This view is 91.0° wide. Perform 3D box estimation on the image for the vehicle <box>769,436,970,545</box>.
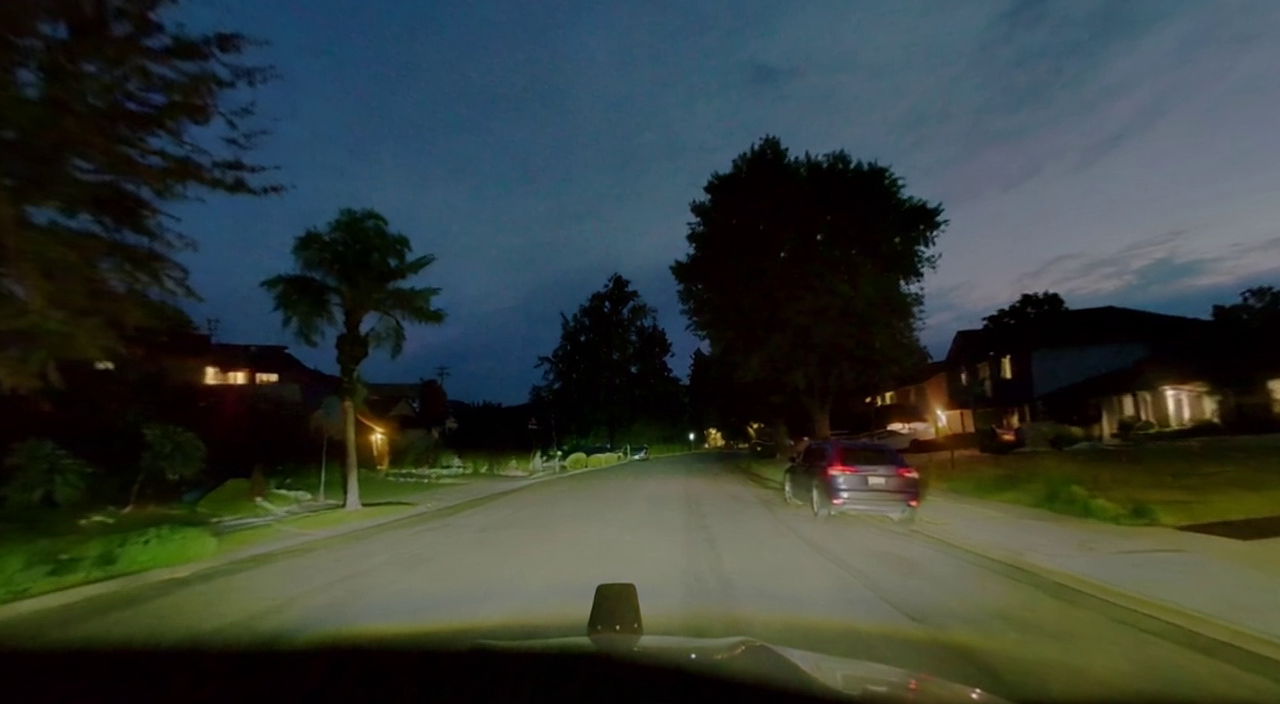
[{"bbox_3d":[3.618,2.237,10.889,2.006,1.494,4.211,0,-9,2],"label":"vehicle"}]
